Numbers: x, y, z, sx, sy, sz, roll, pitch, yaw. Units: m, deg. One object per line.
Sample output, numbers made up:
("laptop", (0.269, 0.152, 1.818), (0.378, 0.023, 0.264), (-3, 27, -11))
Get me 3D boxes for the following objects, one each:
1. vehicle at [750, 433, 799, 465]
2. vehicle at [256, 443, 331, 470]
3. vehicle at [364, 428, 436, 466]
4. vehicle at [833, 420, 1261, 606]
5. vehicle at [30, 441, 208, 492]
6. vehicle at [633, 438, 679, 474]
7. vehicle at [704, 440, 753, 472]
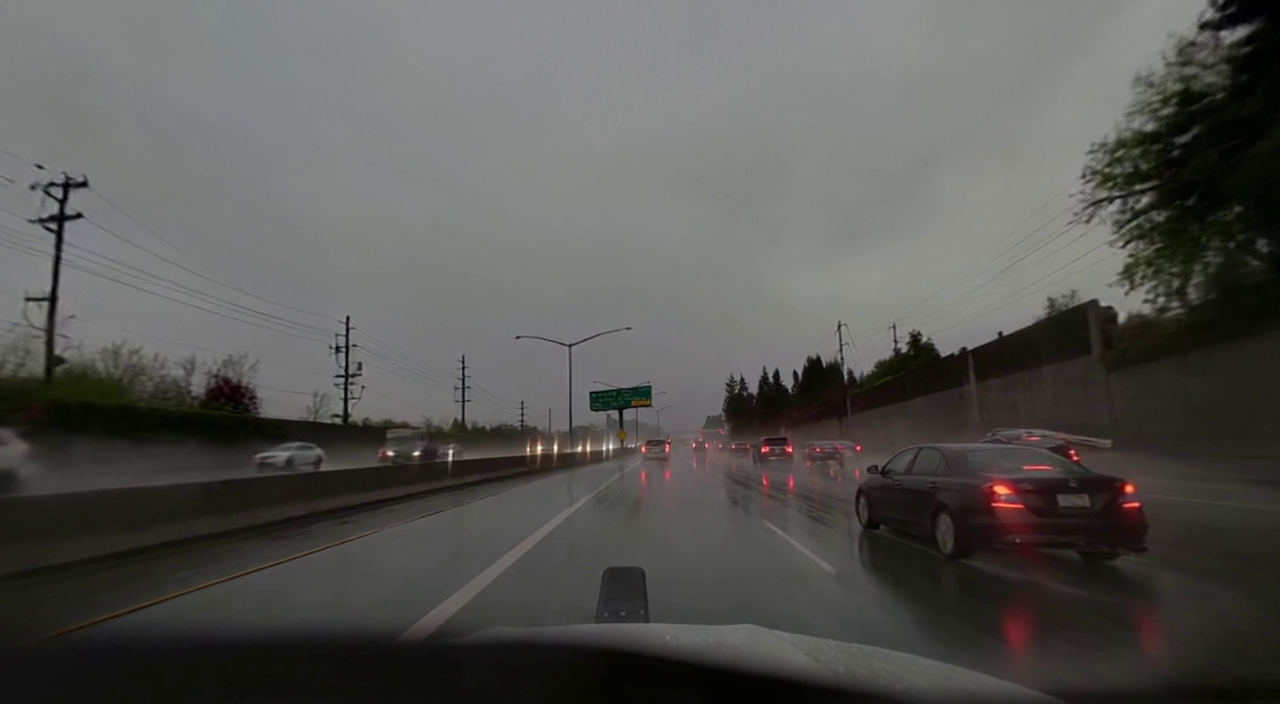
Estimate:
("vehicle", (8.240, 6.009, 39.084), (2.041, 1.821, 4.562), (0, -8, 0))
("vehicle", (-20.507, 6.203, 37.556), (1.856, 1.503, 4.367), (0, -8, 2))
("vehicle", (-16.338, 6.527, 43.355), (2.354, 2.415, 5.937), (0, -8, 3))
("vehicle", (3.958, 1.622, 7.331), (1.986, 1.478, 4.429), (0, -8, 0))
("vehicle", (-16.851, 3.692, 20.787), (1.926, 1.466, 4.530), (0, -8, 2))
("vehicle", (0.727, 4.933, 30.177), (2.042, 1.581, 3.769), (0, -8, 1))
("vehicle", (4.362, 5.192, 31.727), (1.936, 1.465, 4.060), (0, -8, 1))
